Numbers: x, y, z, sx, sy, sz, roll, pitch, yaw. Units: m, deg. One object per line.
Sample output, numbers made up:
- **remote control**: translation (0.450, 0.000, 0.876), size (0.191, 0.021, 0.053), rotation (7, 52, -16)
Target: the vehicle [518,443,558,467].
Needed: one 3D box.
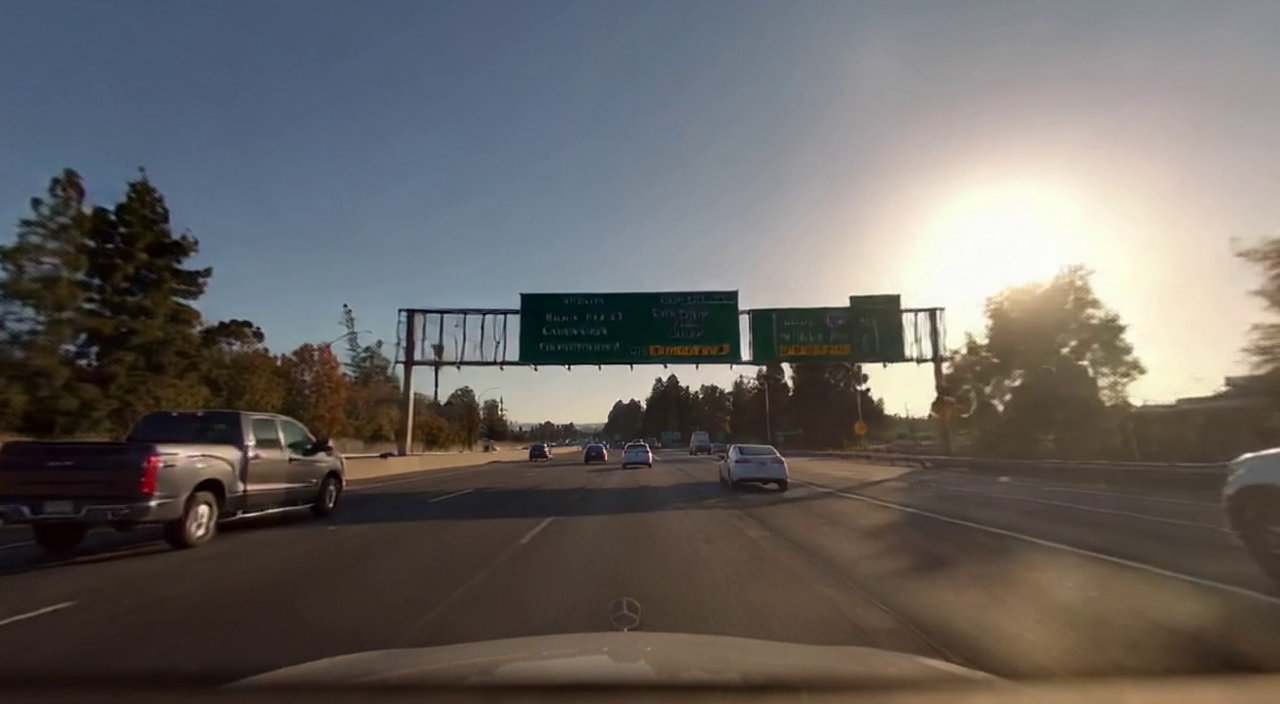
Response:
- **vehicle**: translation (-6.591, 6.702, 41.241), size (1.920, 1.482, 4.385), rotation (0, -8, 0)

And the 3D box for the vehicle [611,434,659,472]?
- **vehicle**: translation (-0.230, 5.300, 33.282), size (2.323, 1.805, 4.729), rotation (0, -8, 0)

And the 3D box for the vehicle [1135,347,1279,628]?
- **vehicle**: translation (5.779, 0.670, 2.574), size (2.635, 1.919, 5.907), rotation (0, -8, -1)

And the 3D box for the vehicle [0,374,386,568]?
- **vehicle**: translation (-6.402, 1.677, 9.667), size (2.444, 2.012, 6.122), rotation (0, -8, 0)

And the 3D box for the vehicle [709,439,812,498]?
- **vehicle**: translation (3.240, 3.236, 17.978), size (2.011, 1.462, 4.286), rotation (0, -8, -1)
